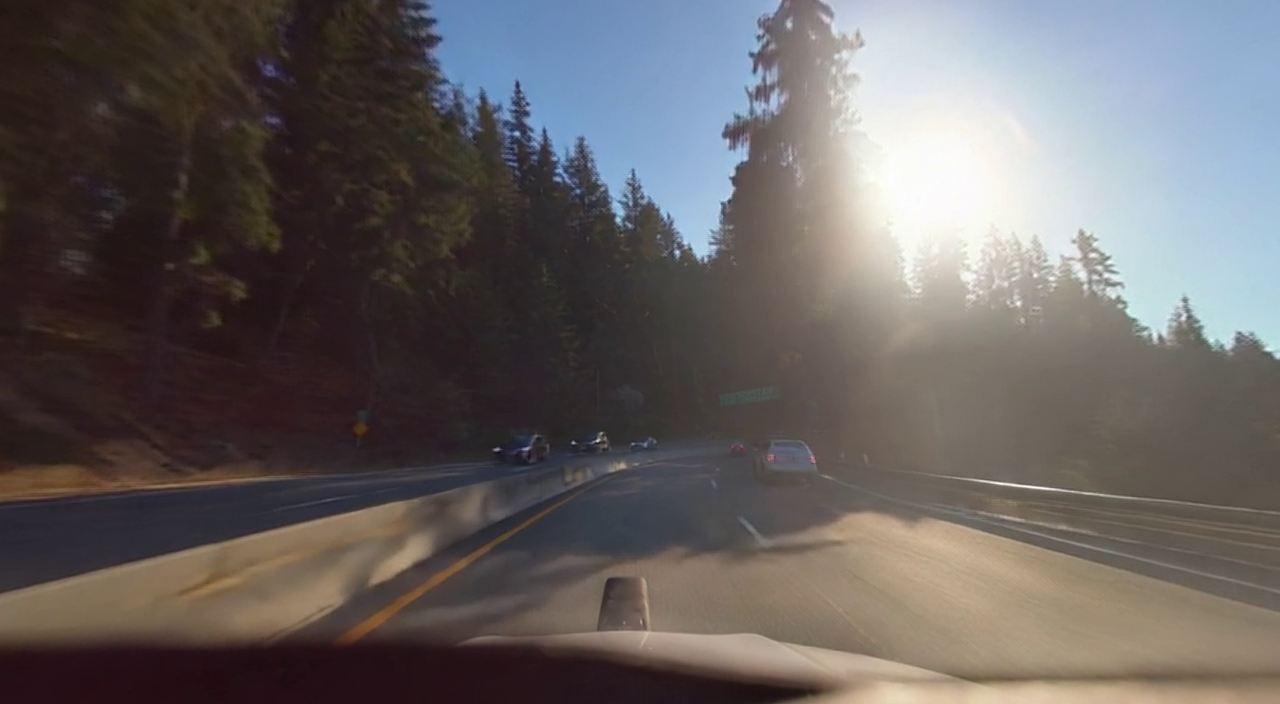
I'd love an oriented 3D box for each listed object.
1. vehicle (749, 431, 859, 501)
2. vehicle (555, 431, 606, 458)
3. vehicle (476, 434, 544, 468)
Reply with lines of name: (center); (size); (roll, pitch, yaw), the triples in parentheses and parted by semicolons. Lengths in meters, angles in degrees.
vehicle: (4.421, 3.137, 17.796); (2.112, 1.708, 4.380); (0, -8, 3)
vehicle: (-4.054, 6.415, 43.670); (2.222, 1.768, 4.699); (-1, -9, 11)
vehicle: (-6.143, 4.738, 30.320); (1.814, 1.508, 4.342); (-1, -8, 8)
